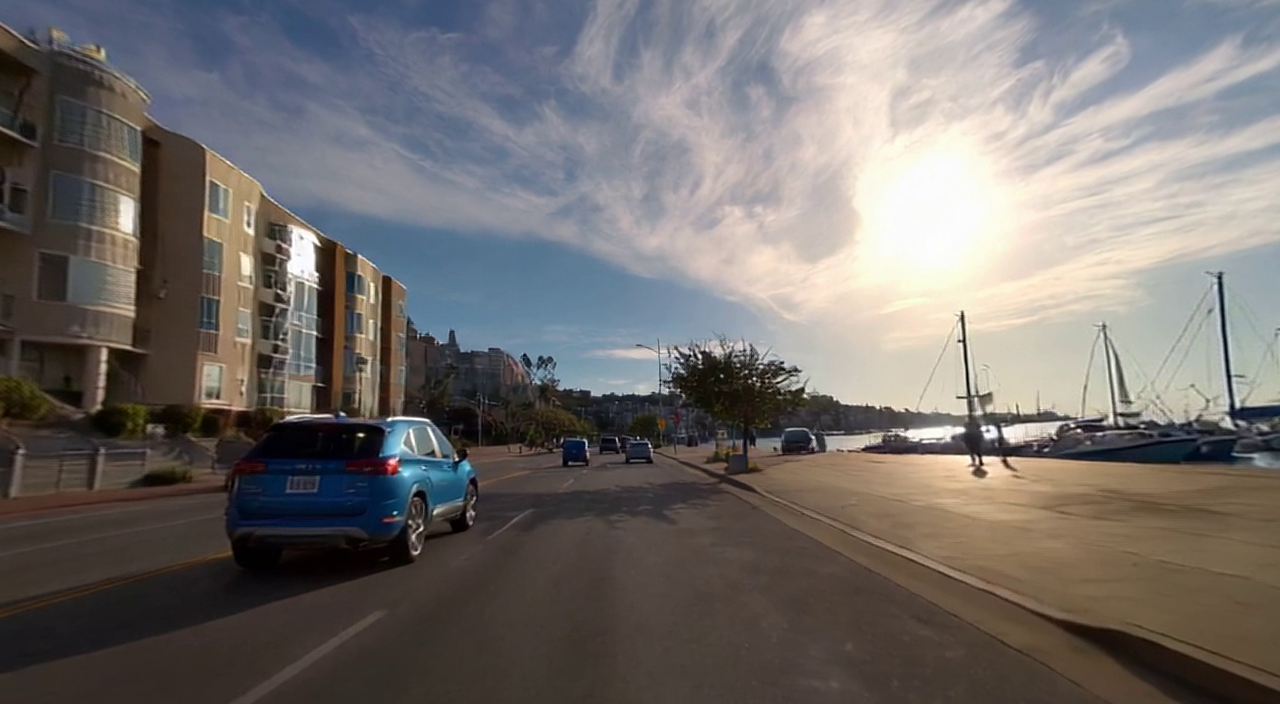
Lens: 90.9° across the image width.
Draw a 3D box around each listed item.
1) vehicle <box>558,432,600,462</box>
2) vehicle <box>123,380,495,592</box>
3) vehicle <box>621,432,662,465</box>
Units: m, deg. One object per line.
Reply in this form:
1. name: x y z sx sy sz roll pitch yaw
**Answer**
1. vehicle: -3.612 5.741 37.972 2.056 1.680 4.205 0 -8 1
2. vehicle: -3.420 1.508 7.899 2.082 1.817 4.724 0 -8 0
3. vehicle: 0.062 5.171 33.910 2.057 1.624 3.726 0 -8 0
